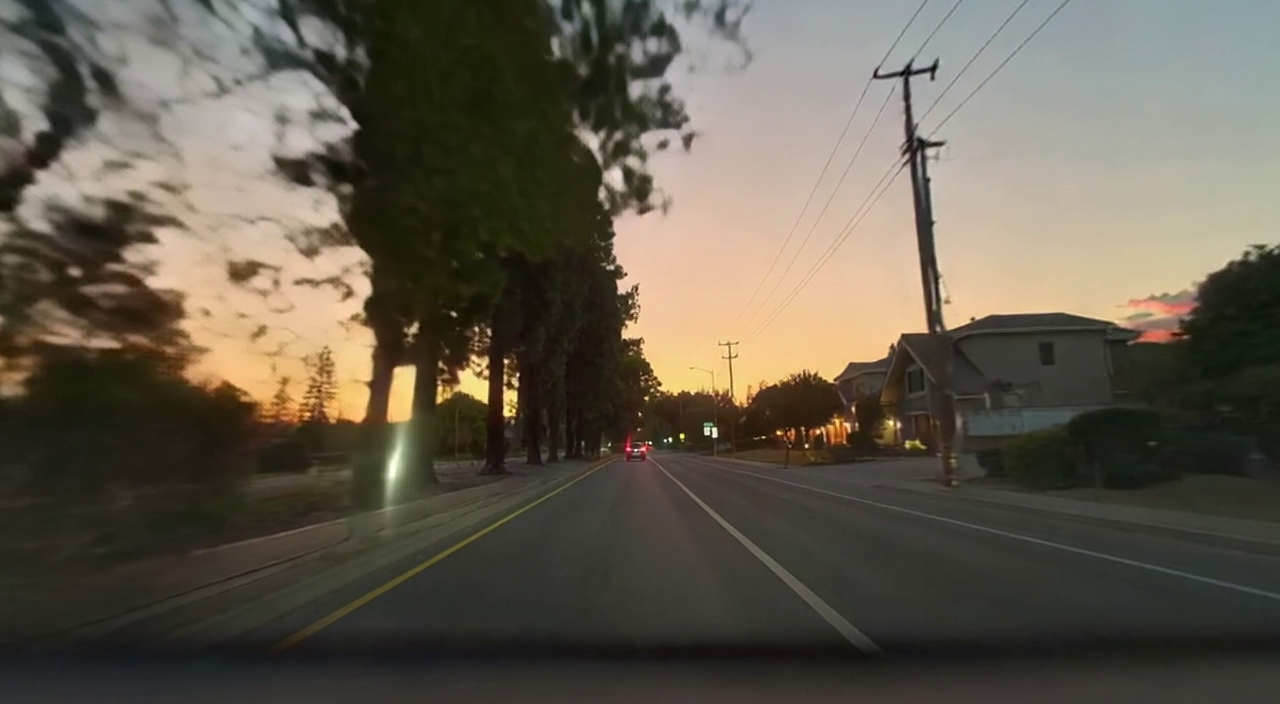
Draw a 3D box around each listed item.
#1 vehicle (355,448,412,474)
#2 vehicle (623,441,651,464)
[{"bbox_3d":[-17.962,7.638,44.483,1.986,1.649,4.573,0,-8,1],"label":"vehicle"},{"bbox_3d":[-0.238,7.513,47.261,2.016,1.665,3.932,0,-8,-1],"label":"vehicle"}]
